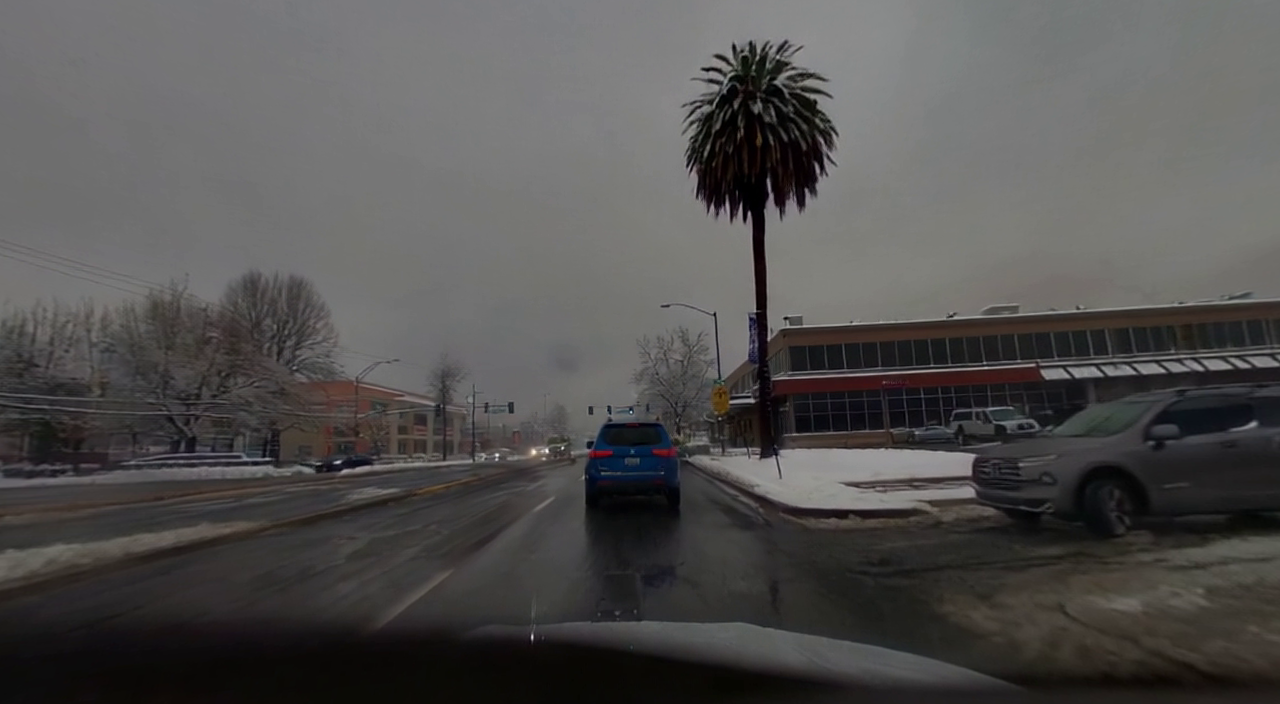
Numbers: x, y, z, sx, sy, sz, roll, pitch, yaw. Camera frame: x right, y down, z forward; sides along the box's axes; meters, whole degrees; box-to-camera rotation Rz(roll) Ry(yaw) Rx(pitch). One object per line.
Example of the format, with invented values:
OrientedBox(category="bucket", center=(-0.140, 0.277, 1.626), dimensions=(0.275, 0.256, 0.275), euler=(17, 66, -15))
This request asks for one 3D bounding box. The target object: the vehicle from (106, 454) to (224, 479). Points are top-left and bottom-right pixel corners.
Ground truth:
OrientedBox(category="vehicle", center=(-27.867, 6.729, 37.307), dimensions=(5.154, 1.343, 1.943), euler=(4, -9, -24))

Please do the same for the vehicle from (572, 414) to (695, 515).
OrientedBox(category="vehicle", center=(-0.165, 2.337, 13.462), dimensions=(2.234, 1.818, 3.869), euler=(0, -9, -1))

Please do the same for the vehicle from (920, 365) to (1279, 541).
OrientedBox(category="vehicle", center=(6.239, 1.153, 7.394), dimensions=(4.828, 1.733, 2.231), euler=(0, -9, 0))
